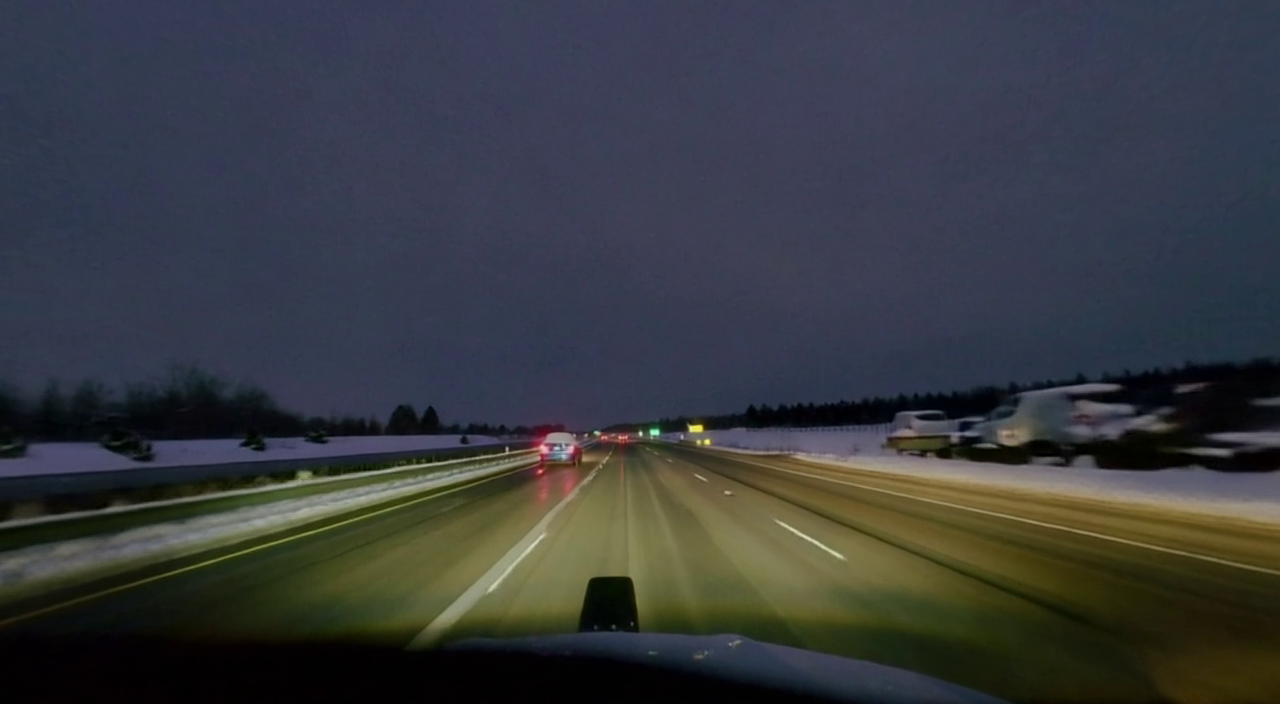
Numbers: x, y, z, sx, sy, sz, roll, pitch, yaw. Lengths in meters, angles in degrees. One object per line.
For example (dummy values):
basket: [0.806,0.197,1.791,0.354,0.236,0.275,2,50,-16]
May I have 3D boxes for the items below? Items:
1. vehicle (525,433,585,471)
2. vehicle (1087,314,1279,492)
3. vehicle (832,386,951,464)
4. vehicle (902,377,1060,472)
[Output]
vehicle: [-3.880,4.661,29.508,2.206,1.604,4.374,0,-8,0]
vehicle: [17.248,1.224,15.180,3.854,4.214,13.934,-1,-8,6]
vehicle: [16.072,4.786,41.391,2.935,4.242,10.799,4,-7,-3]
vehicle: [16.940,3.617,32.183,2.909,4.017,8.582,3,-6,-4]
